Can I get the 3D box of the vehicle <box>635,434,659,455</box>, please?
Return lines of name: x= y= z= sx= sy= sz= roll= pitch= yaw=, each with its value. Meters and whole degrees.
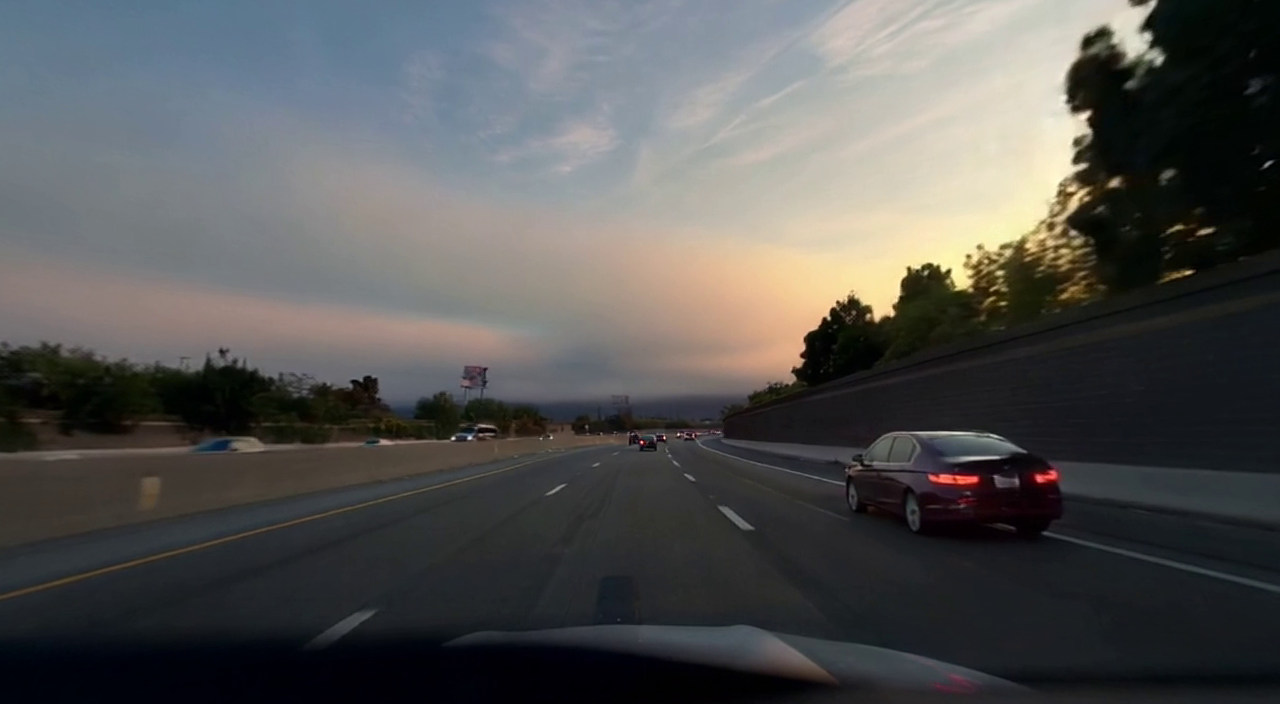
vehicle: x=0.508 y=6.989 z=47.516 sx=1.771 sy=1.480 sz=3.781 roll=0 pitch=-8 yaw=0

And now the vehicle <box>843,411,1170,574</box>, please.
vehicle: x=4.128 y=1.606 z=7.923 sx=1.834 sy=1.548 sz=3.651 roll=0 pitch=-8 yaw=-1

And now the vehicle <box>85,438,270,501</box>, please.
vehicle: x=-12.292 y=3.090 z=17.156 sx=1.842 sy=1.454 sz=4.299 roll=0 pitch=-8 yaw=-1
